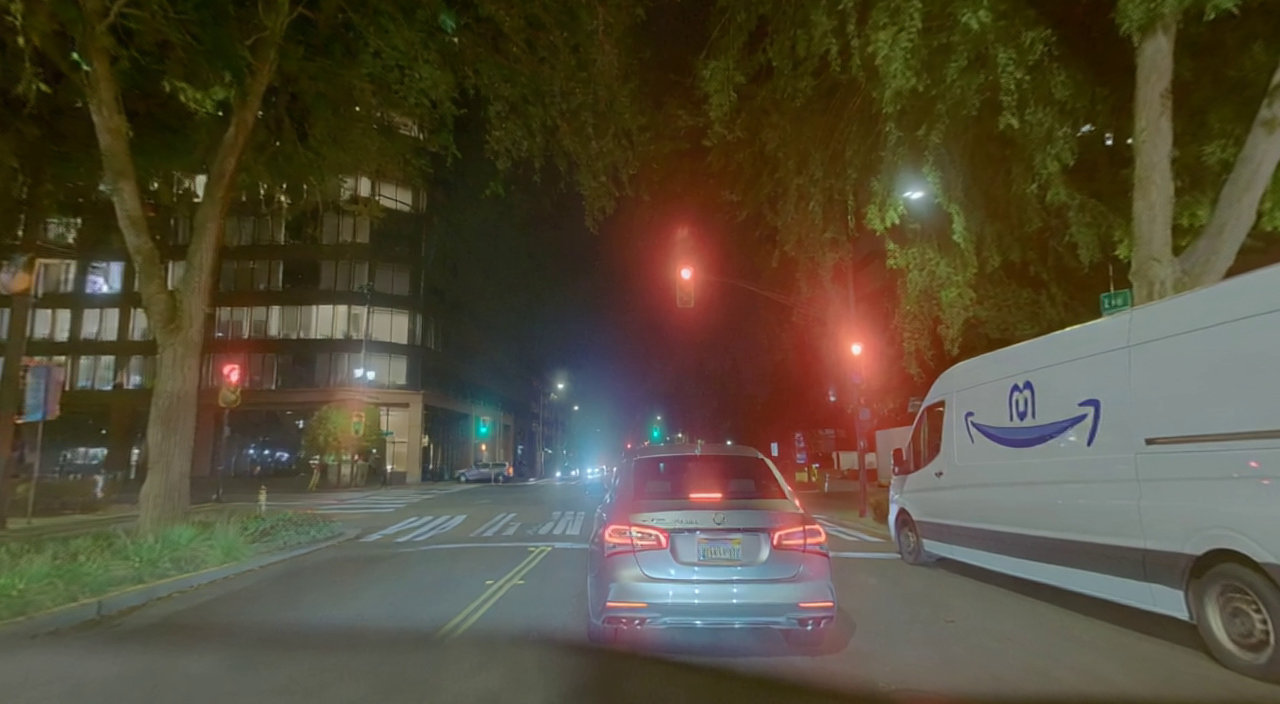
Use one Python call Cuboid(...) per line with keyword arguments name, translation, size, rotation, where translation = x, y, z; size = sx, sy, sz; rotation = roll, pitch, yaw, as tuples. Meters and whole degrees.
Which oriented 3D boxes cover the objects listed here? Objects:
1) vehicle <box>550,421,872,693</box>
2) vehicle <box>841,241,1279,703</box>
Cuboid(name="vehicle", translation=(0.388, 1.591, 5.734), size=(1.961, 1.629, 3.610), rotation=(1, -10, -2))
Cuboid(name="vehicle", translation=(2.851, 0.895, 2.929), size=(2.054, 1.965, 5.248), rotation=(1, -11, 0))
